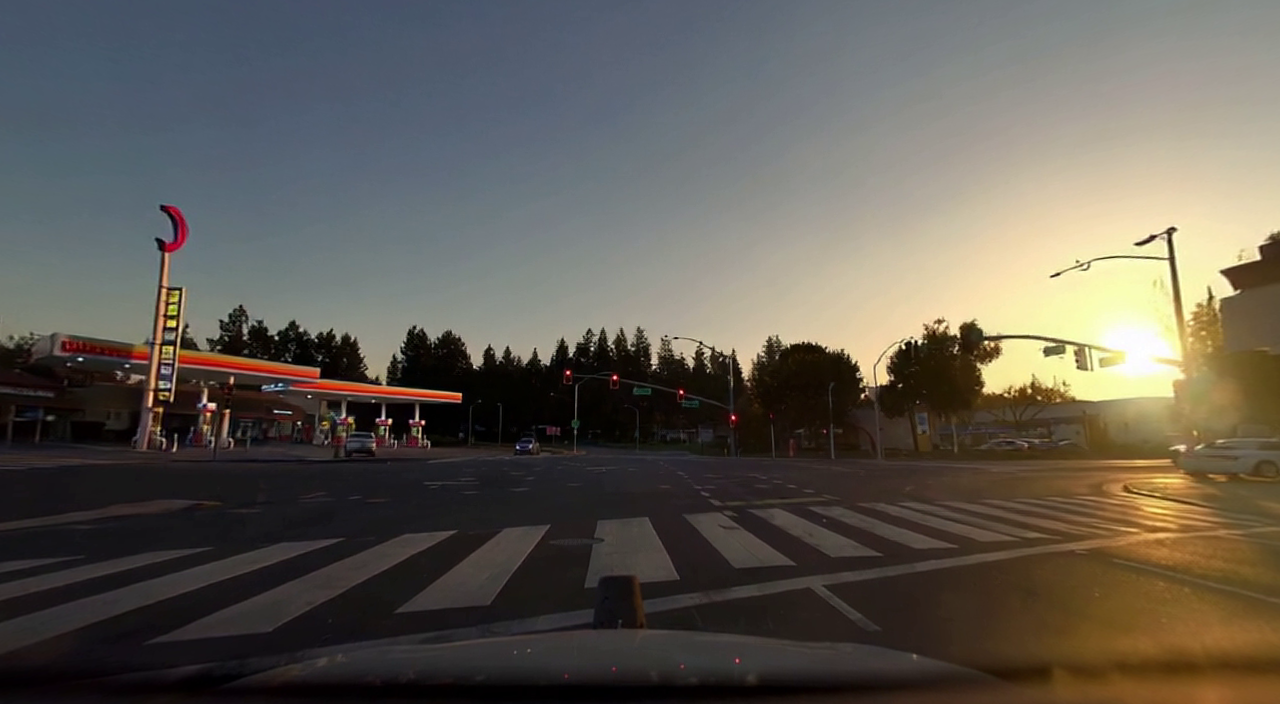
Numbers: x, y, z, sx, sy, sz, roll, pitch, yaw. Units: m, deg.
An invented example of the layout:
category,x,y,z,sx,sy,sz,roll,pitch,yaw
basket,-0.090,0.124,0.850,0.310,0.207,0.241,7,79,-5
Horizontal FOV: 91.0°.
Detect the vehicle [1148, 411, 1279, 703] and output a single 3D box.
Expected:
category,x,y,z,sx,sy,sz,roll,pitch,yaw
vehicle,3.316,0.680,0.547,2.023,1.437,4.477,0,-9,0
